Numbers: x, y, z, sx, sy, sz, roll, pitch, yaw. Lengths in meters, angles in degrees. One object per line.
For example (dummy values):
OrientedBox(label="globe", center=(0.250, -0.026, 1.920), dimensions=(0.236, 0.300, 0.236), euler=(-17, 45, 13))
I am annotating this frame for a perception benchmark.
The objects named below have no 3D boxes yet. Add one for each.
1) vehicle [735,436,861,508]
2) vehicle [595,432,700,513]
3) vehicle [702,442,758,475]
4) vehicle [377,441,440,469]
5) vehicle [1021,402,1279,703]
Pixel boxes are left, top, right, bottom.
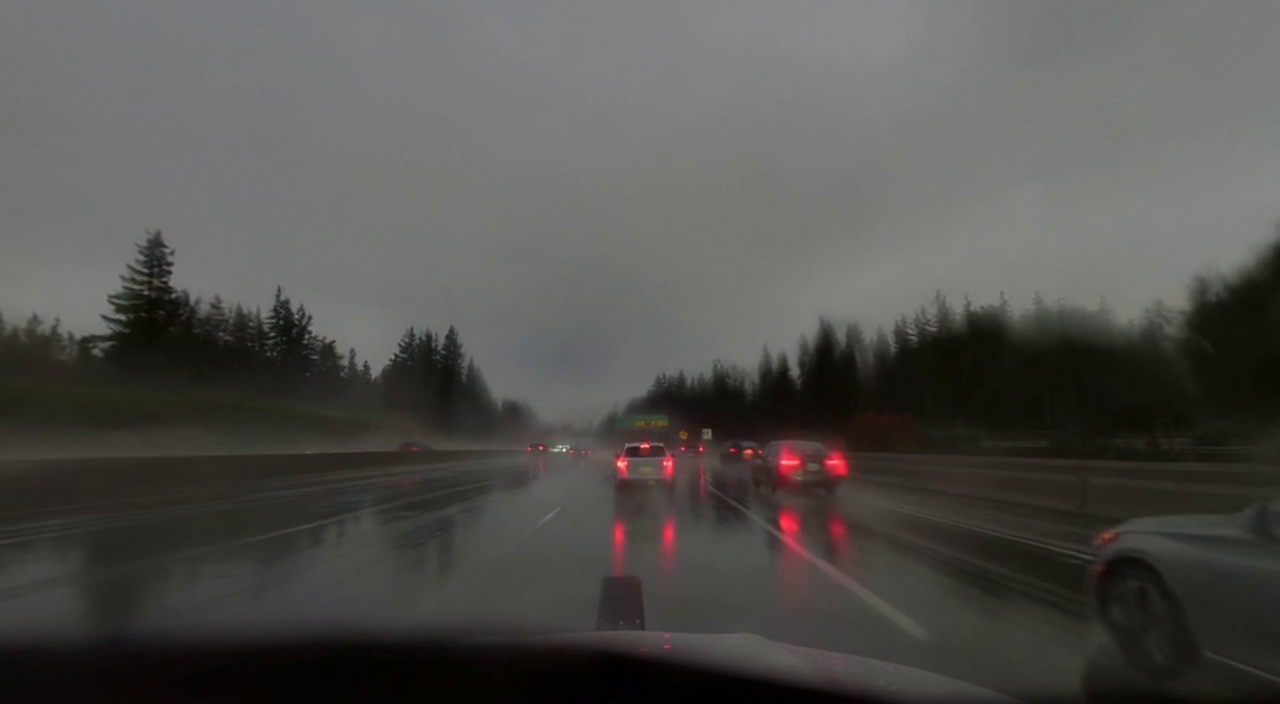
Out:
OrientedBox(label="vehicle", center=(3.709, 2.888, 15.577), dimensions=(2.044, 1.523, 3.947), euler=(0, -9, -1))
OrientedBox(label="vehicle", center=(0.161, 2.647, 14.262), dimensions=(2.044, 1.554, 3.824), euler=(0, -9, 0))
OrientedBox(label="vehicle", center=(4.296, 5.170, 30.818), dimensions=(2.002, 1.499, 4.710), euler=(0, -9, -1))
OrientedBox(label="vehicle", center=(-14.334, 6.406, 39.341), dimensions=(2.055, 1.613, 4.955), euler=(0, -9, 0))
OrientedBox(label="vehicle", center=(3.663, 0.895, 2.152), dimensions=(1.979, 1.504, 4.377), euler=(0, -9, 0))
